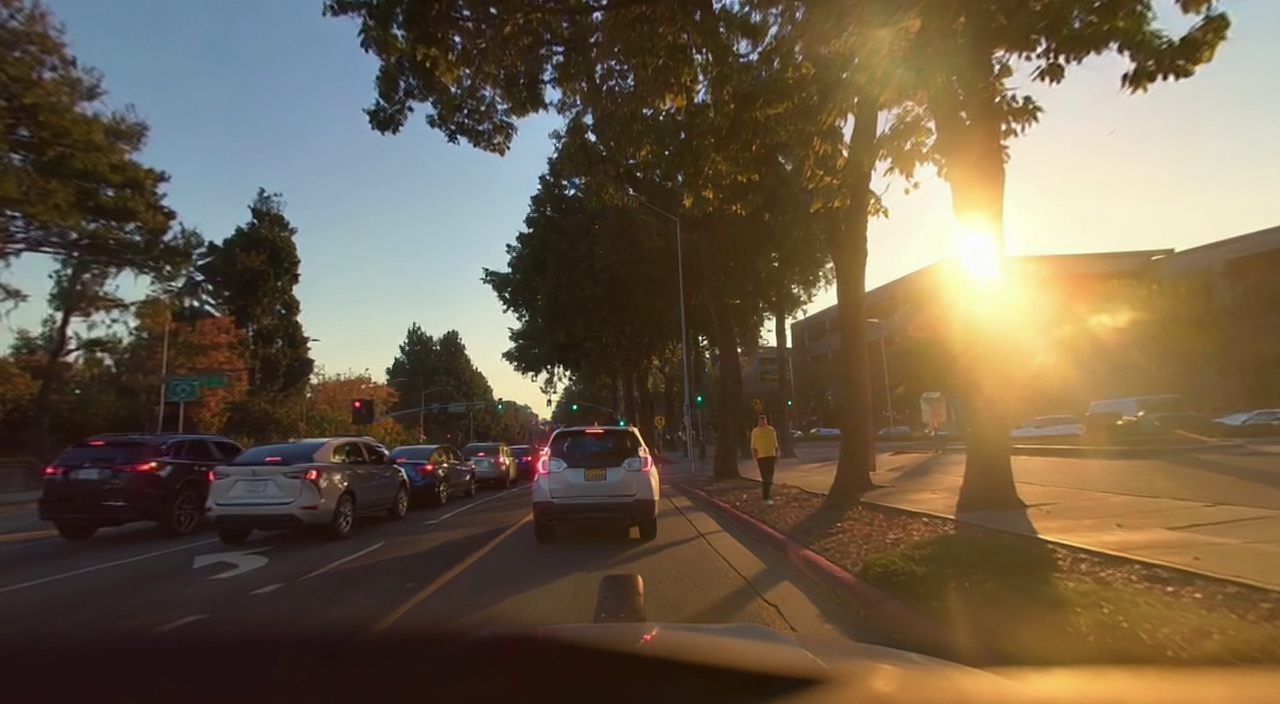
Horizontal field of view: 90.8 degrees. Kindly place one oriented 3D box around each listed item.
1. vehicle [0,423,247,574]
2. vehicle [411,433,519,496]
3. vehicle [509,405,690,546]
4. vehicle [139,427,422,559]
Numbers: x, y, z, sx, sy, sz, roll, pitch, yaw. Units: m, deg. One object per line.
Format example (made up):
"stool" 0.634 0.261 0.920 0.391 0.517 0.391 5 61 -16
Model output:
"vehicle" -8.811 2.148 10.106 2.013 1.826 4.592 0 -9 1
"vehicle" -5.468 3.570 20.448 2.188 1.774 4.477 0 -9 0
"vehicle" -0.594 1.941 10.510 2.368 1.829 4.293 0 -9 -2
"vehicle" -5.417 2.155 10.440 2.010 1.674 4.484 0 -9 0
